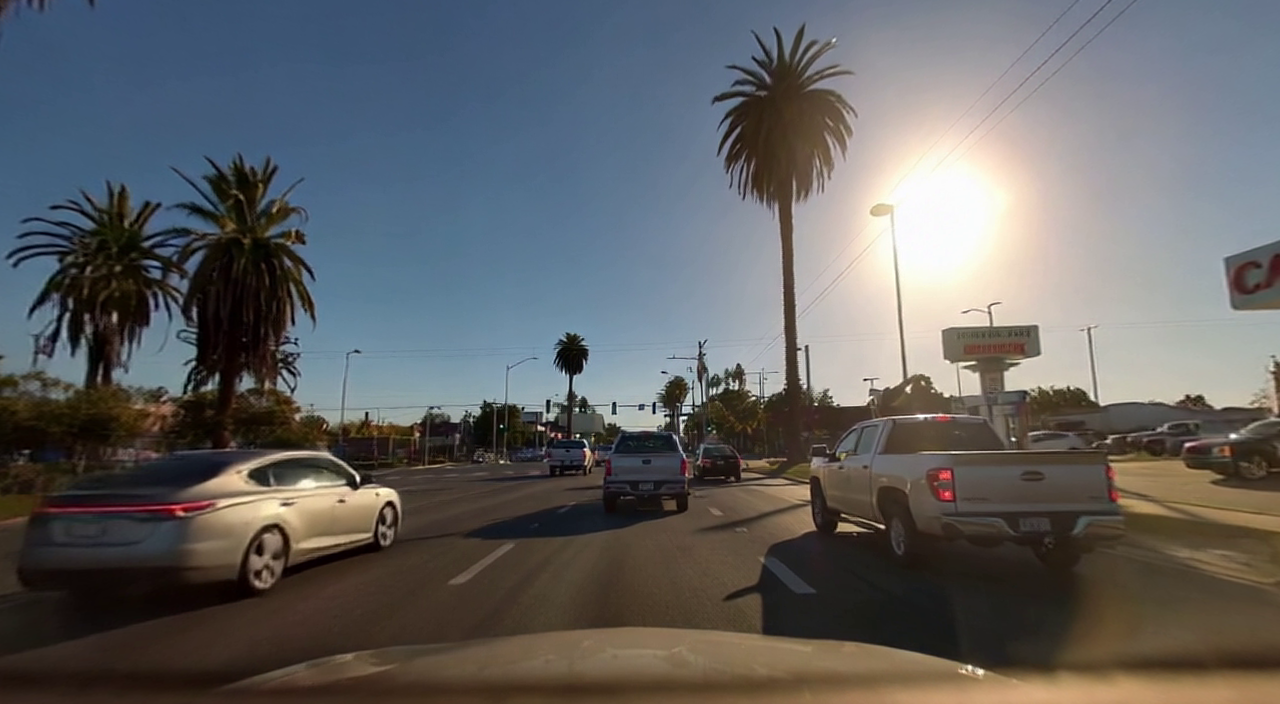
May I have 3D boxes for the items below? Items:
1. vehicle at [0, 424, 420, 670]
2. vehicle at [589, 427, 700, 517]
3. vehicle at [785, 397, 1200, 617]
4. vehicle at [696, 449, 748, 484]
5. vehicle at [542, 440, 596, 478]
[{"bbox_3d":[-4.088,1.561,6.314,1.983,1.502,4.720,0,-8,1],"label":"vehicle"},{"bbox_3d":[0.140,2.882,15.747,2.295,1.835,5.471,0,-8,1],"label":"vehicle"},{"bbox_3d":[3.597,1.702,8.086,2.120,1.828,5.531,0,-8,0],"label":"vehicle"},{"bbox_3d":[3.648,5.153,28.521,1.901,1.401,3.965,0,-8,1],"label":"vehicle"},{"bbox_3d":[-3.574,5.509,32.511,2.071,1.811,4.605,0,-8,2],"label":"vehicle"}]
